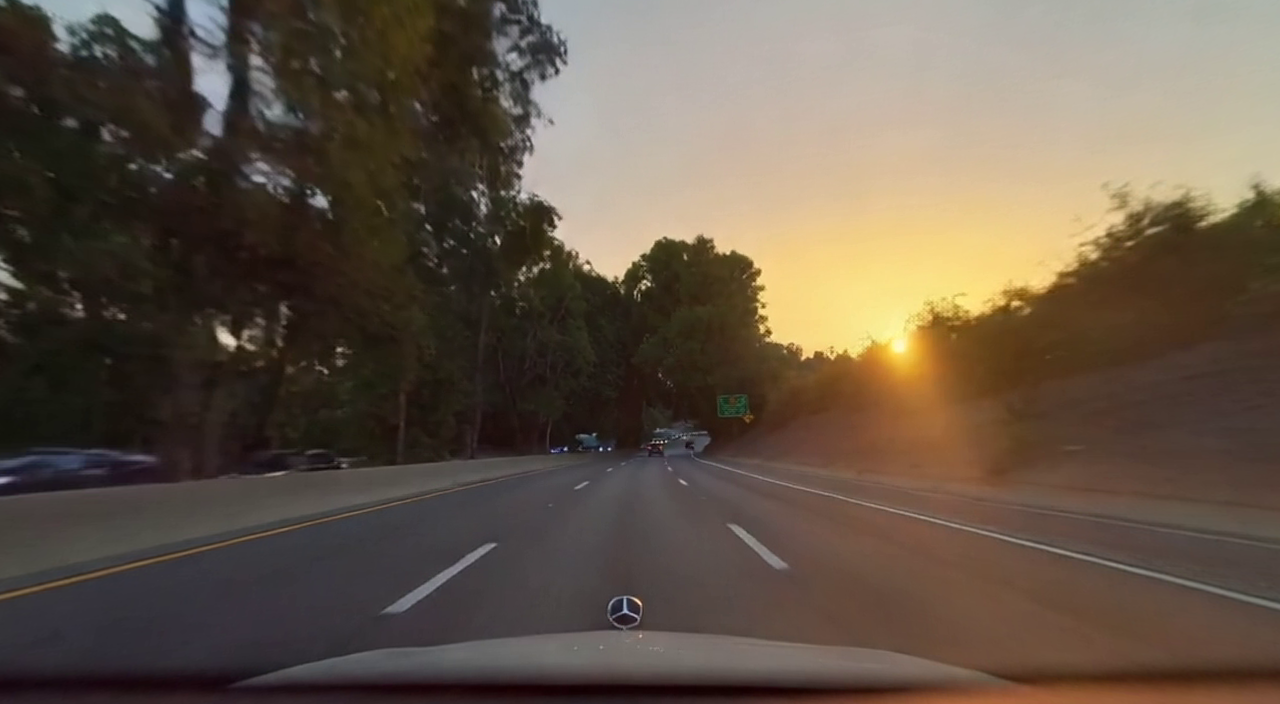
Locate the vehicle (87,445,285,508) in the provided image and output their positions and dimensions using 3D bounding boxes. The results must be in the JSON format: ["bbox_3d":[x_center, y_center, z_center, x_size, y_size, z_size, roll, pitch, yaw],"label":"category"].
[{"bbox_3d":[-11.966,3.277,17.080,2.024,1.464,4.388,0,-9,1],"label":"vehicle"}]
